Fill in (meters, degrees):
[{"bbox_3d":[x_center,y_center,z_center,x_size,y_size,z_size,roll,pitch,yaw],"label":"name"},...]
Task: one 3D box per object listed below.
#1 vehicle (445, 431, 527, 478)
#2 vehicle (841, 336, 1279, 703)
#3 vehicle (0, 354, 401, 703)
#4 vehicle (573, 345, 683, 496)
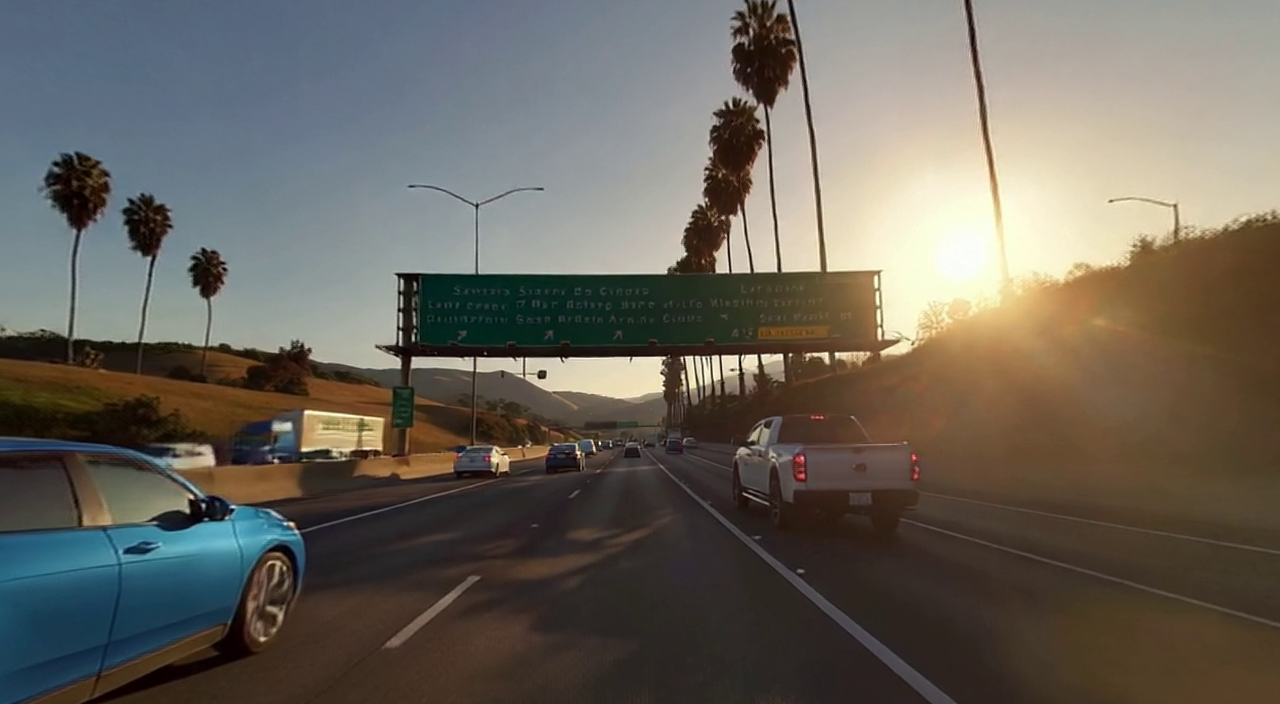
[{"bbox_3d":[-6.904,4.698,29.140,2.344,1.954,5.579,0,-9,0],"label":"vehicle"},{"bbox_3d":[3.147,0.984,4.390,1.859,1.416,4.695,0,-9,-1],"label":"vehicle"},{"bbox_3d":[-3.224,1.102,3.904,1.885,1.654,4.103,0,-9,0],"label":"vehicle"},{"bbox_3d":[-0.258,2.628,22.381,2.906,4.040,10.743,0,-9,1],"label":"vehicle"}]
